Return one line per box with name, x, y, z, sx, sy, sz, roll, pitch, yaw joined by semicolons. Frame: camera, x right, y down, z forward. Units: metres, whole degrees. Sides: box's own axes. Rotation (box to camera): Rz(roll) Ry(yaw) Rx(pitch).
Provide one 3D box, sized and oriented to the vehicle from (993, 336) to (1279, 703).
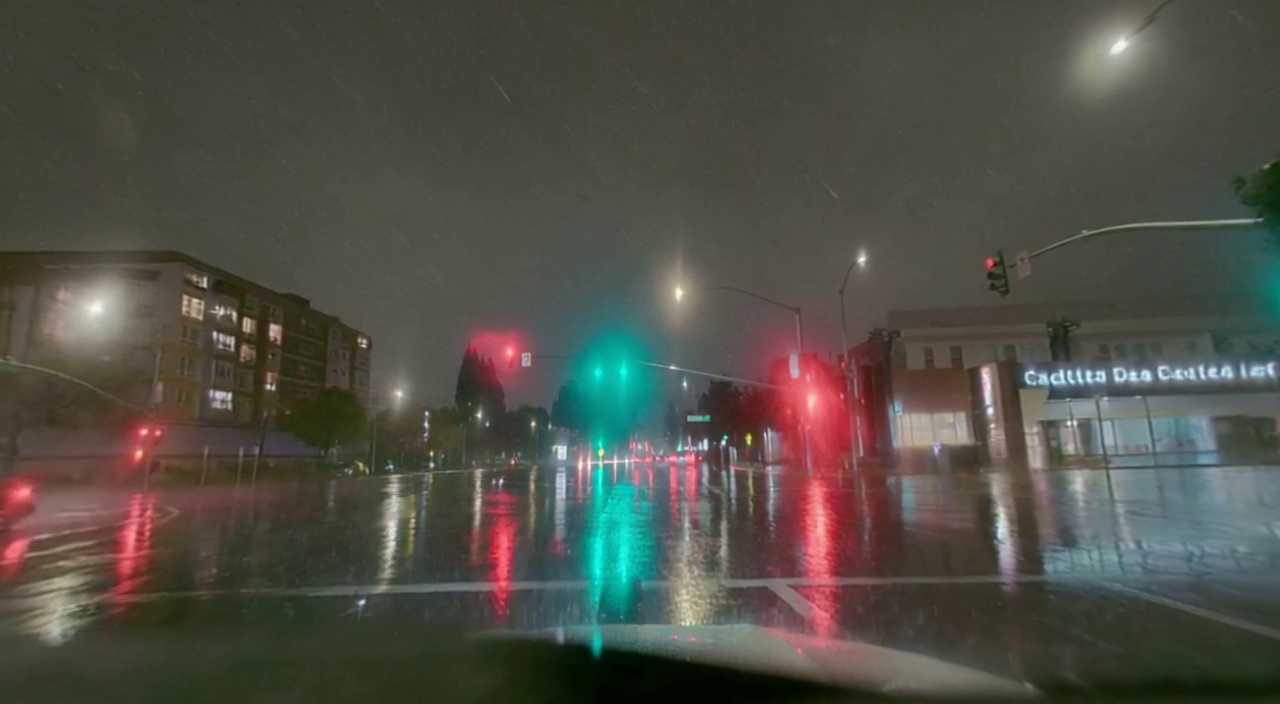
vehicle;3.344;0.722;1.795;1.973;1.697;4.377;0;-8;-3
